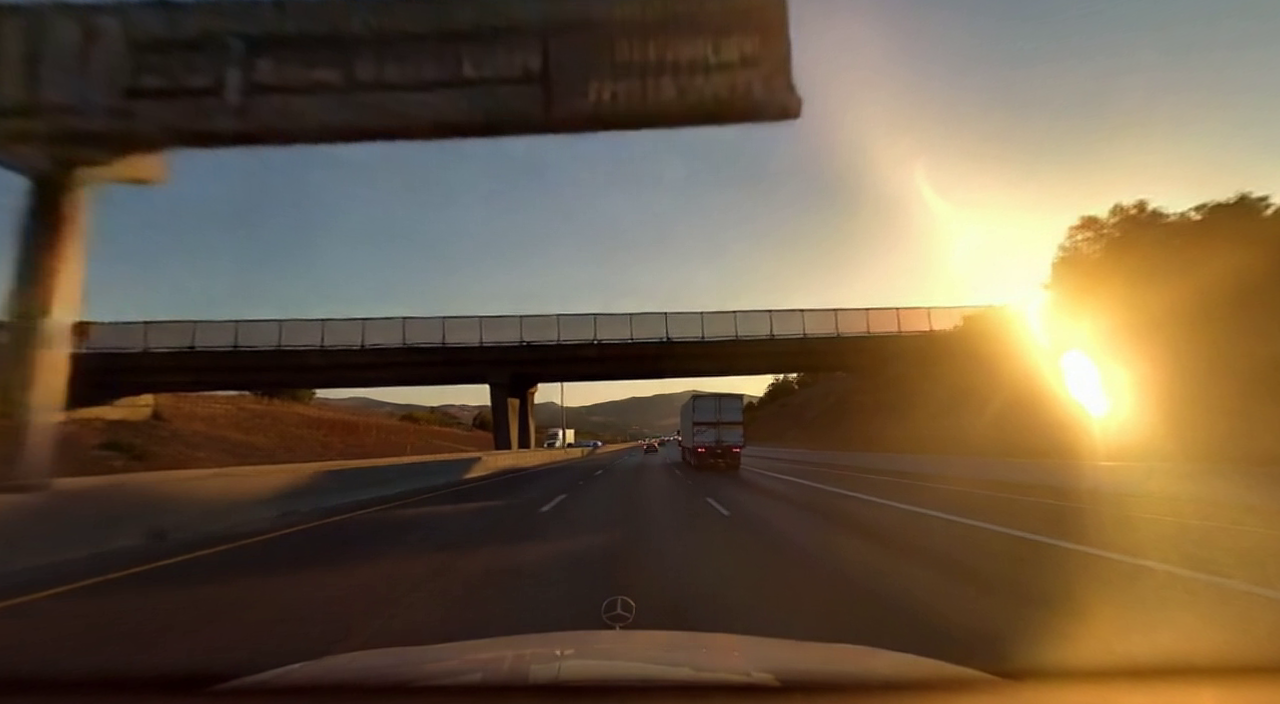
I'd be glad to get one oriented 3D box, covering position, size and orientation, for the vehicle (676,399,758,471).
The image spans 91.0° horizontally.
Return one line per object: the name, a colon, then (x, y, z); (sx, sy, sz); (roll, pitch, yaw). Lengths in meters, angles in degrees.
vehicle: (4.121, 4.911, 37.042); (3.306, 3.531, 11.717); (0, -8, 0)
